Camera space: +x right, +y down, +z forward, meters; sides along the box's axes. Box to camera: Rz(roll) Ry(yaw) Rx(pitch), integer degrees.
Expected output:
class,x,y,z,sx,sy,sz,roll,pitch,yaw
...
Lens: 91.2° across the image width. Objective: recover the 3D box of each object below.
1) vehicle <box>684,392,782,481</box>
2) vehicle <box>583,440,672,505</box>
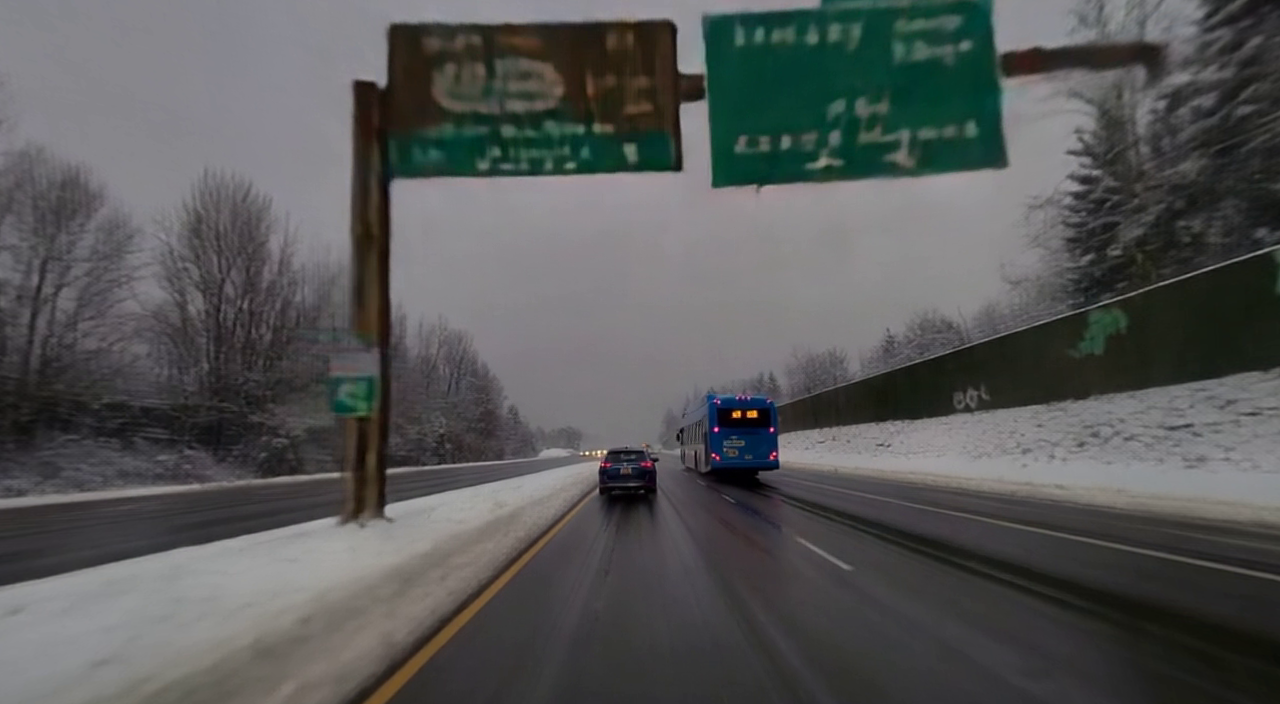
class,x,y,z,sx,sy,sz,roll,pitch,yaw
vehicle,4.117,4.326,31.262,3.055,3.479,12.521,-1,-9,0
vehicle,-0.289,3.240,17.235,2.160,1.532,4.073,-1,-9,1
